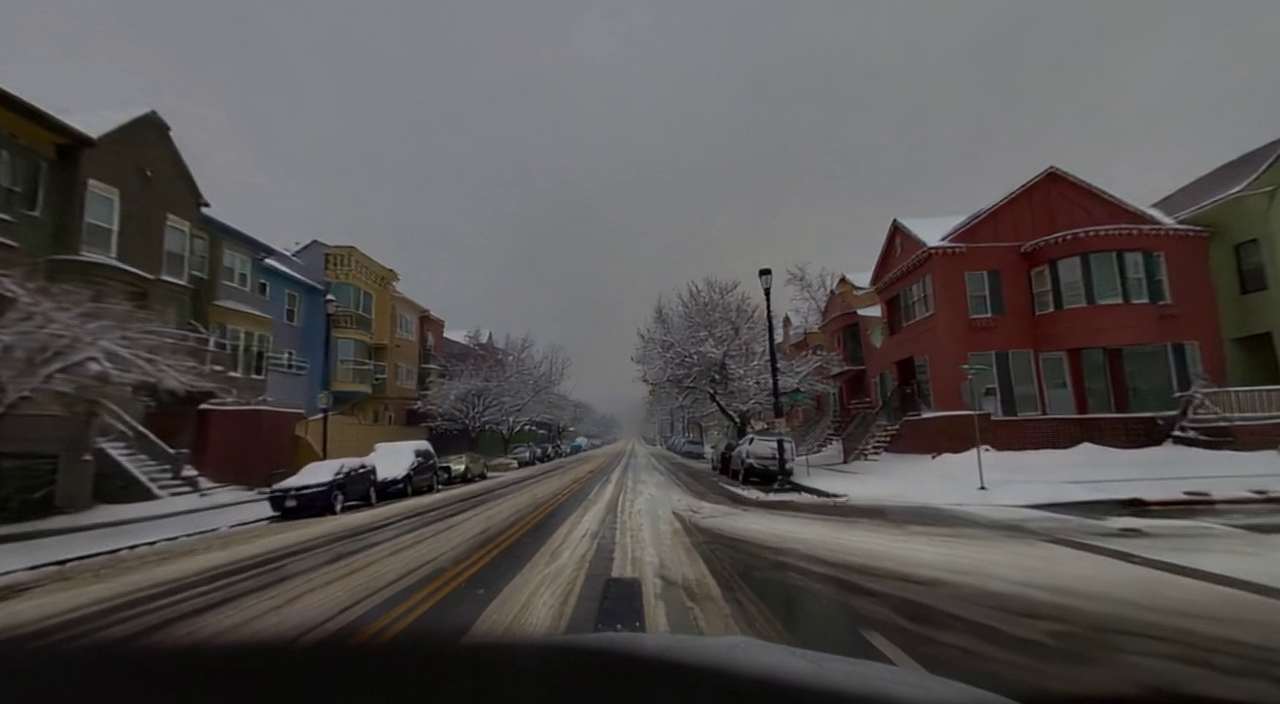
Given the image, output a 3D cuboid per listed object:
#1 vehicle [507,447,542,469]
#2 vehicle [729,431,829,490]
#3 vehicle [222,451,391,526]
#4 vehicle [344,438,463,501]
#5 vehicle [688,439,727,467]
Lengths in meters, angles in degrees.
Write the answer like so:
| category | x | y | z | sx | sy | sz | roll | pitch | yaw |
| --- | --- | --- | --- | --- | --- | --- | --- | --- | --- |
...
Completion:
| category | x | y | z | sx | sy | sz | roll | pitch | yaw |
| --- | --- | --- | --- | --- | --- | --- | --- | --- | --- |
| vehicle | -8.307 | 7.640 | 45.654 | 1.852 | 1.482 | 3.916 | -1 | -9 | -2 |
| vehicle | 4.305 | 3.445 | 20.364 | 2.034 | 1.674 | 4.271 | 0 | -8 | -3 |
| vehicle | -8.061 | 3.286 | 15.844 | 1.967 | 1.517 | 4.360 | 0 | -8 | -2 |
| vehicle | -7.906 | 3.978 | 21.796 | 2.283 | 1.853 | 4.903 | -1 | -9 | -1 |
| vehicle | 4.018 | 6.052 | 38.020 | 1.845 | 1.556 | 3.929 | 0 | -8 | -1 |
